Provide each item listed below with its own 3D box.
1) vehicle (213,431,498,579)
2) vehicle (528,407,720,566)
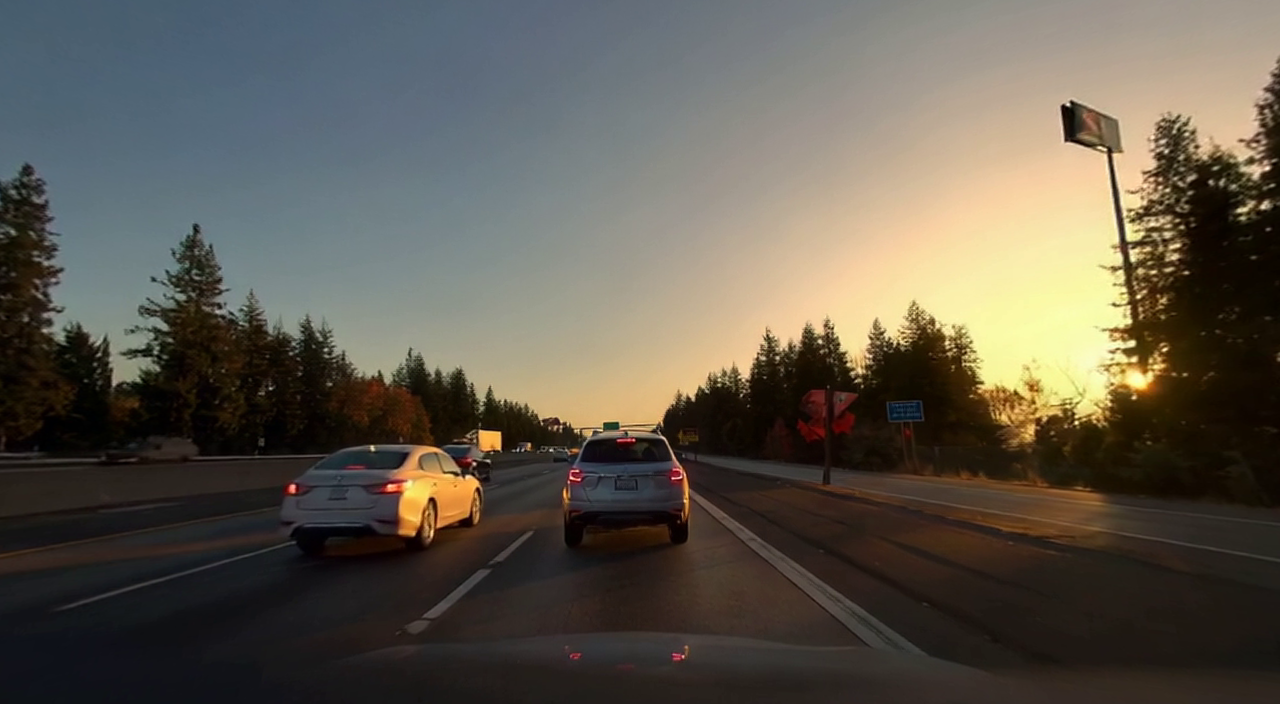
[{"bbox_3d":[-3.483,1.938,8.868,1.889,1.522,4.465,0,-9,1],"label":"vehicle"},{"bbox_3d":[-0.223,1.852,9.462,2.127,1.749,4.776,0,-9,-1],"label":"vehicle"}]
